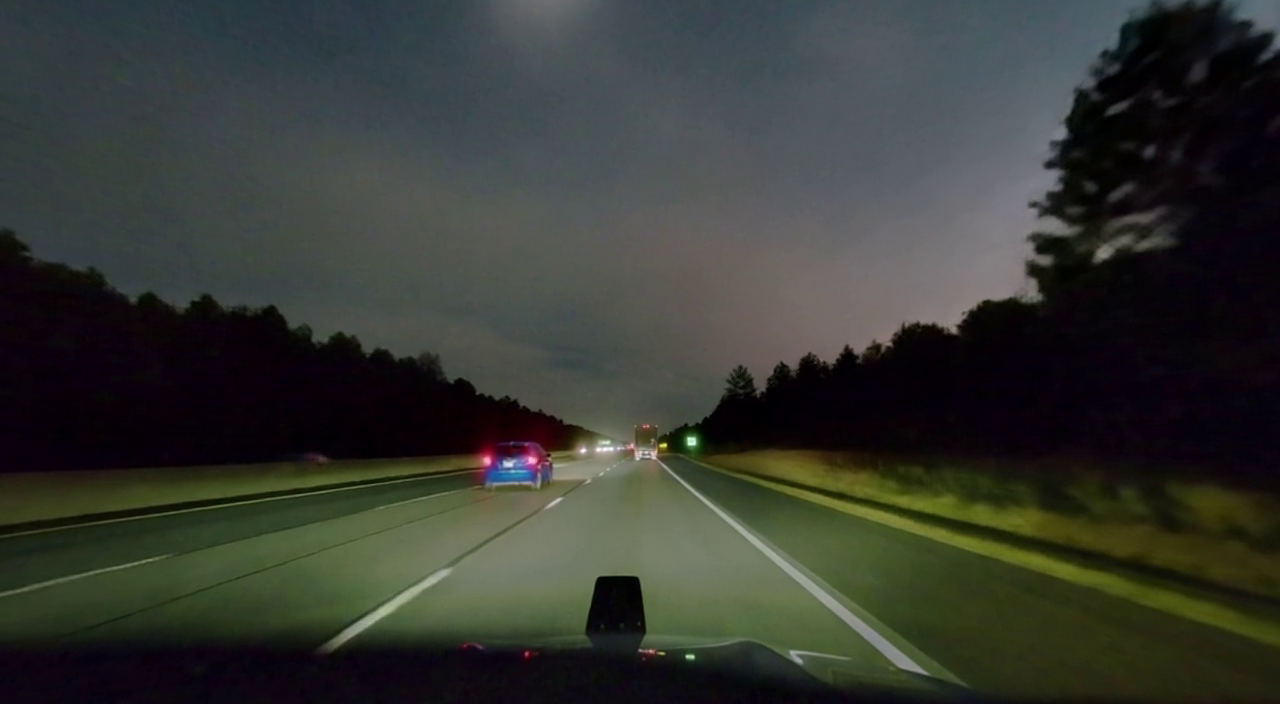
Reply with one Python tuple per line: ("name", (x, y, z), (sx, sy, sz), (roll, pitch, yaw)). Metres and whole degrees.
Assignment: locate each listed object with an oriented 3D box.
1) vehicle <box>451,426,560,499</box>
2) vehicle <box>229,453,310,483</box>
("vehicle", (-3.897, 3.336, 19.367), (2.124, 1.888, 5.226), (0, -9, 1))
("vehicle", (-20.164, 6.319, 34.556), (1.810, 1.467, 4.286), (-1, -9, 0))
